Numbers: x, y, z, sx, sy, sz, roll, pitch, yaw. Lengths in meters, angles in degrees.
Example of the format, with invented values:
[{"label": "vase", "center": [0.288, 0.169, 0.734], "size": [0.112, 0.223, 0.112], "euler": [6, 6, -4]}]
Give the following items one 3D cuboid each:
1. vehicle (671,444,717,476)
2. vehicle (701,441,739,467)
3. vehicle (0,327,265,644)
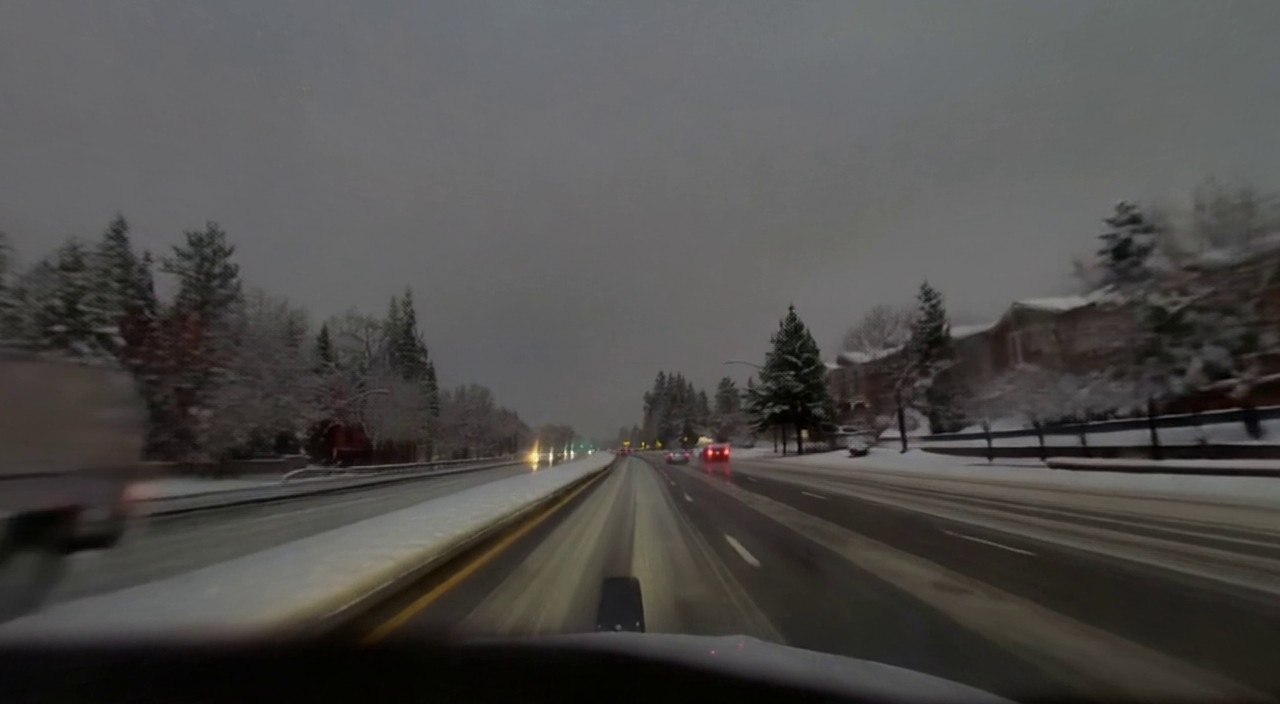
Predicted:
[{"label": "vehicle", "center": [2.777, 5.694, 33.599], "size": [1.917, 1.538, 4.259], "euler": [0, -9, -2]}, {"label": "vehicle", "center": [5.727, 7.347, 45.601], "size": [1.946, 1.773, 4.641], "euler": [0, -9, -2]}, {"label": "vehicle", "center": [-5.640, 0.929, 4.375], "size": [2.425, 2.167, 5.888], "euler": [0, -9, 0]}]
